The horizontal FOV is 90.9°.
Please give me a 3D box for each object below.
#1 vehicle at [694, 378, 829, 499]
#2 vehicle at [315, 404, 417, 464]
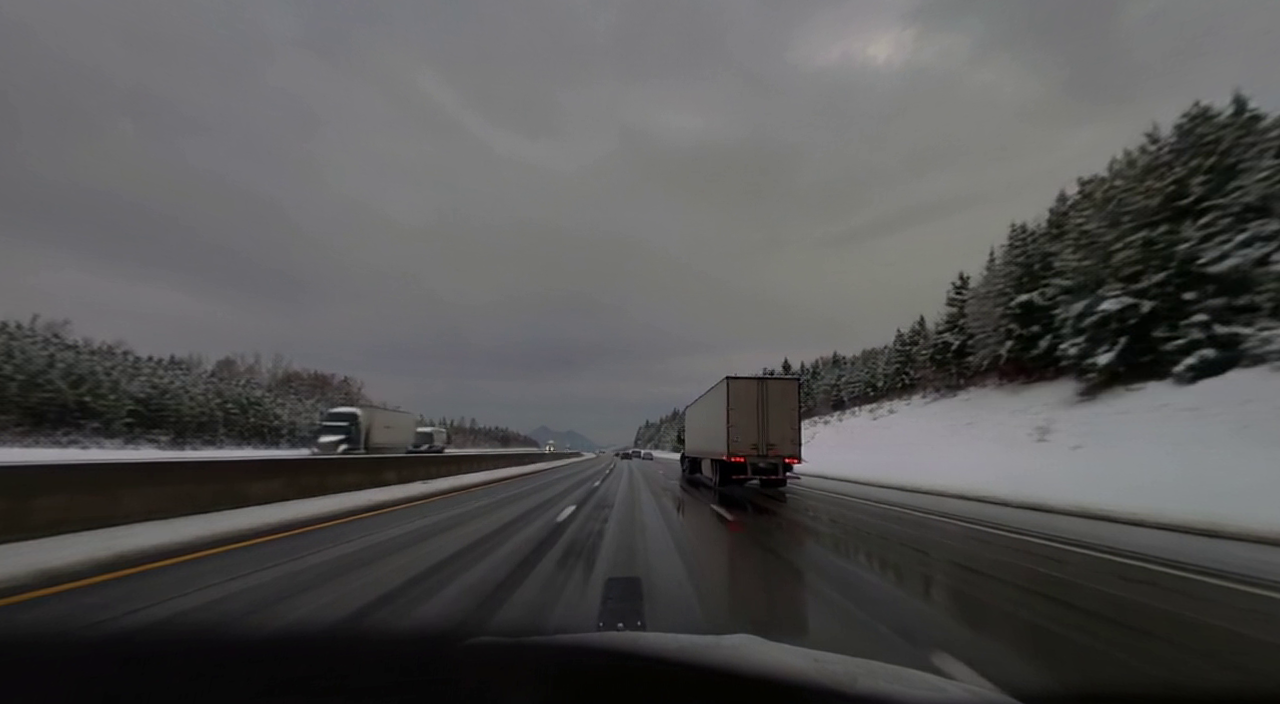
[{"bbox_3d":[4.111,3.476,24.712,2.876,3.586,11.726,0,-9,0],"label":"vehicle"},{"bbox_3d":[-19.492,6.100,45.757,2.902,3.820,10.263,0,-9,-1],"label":"vehicle"}]
